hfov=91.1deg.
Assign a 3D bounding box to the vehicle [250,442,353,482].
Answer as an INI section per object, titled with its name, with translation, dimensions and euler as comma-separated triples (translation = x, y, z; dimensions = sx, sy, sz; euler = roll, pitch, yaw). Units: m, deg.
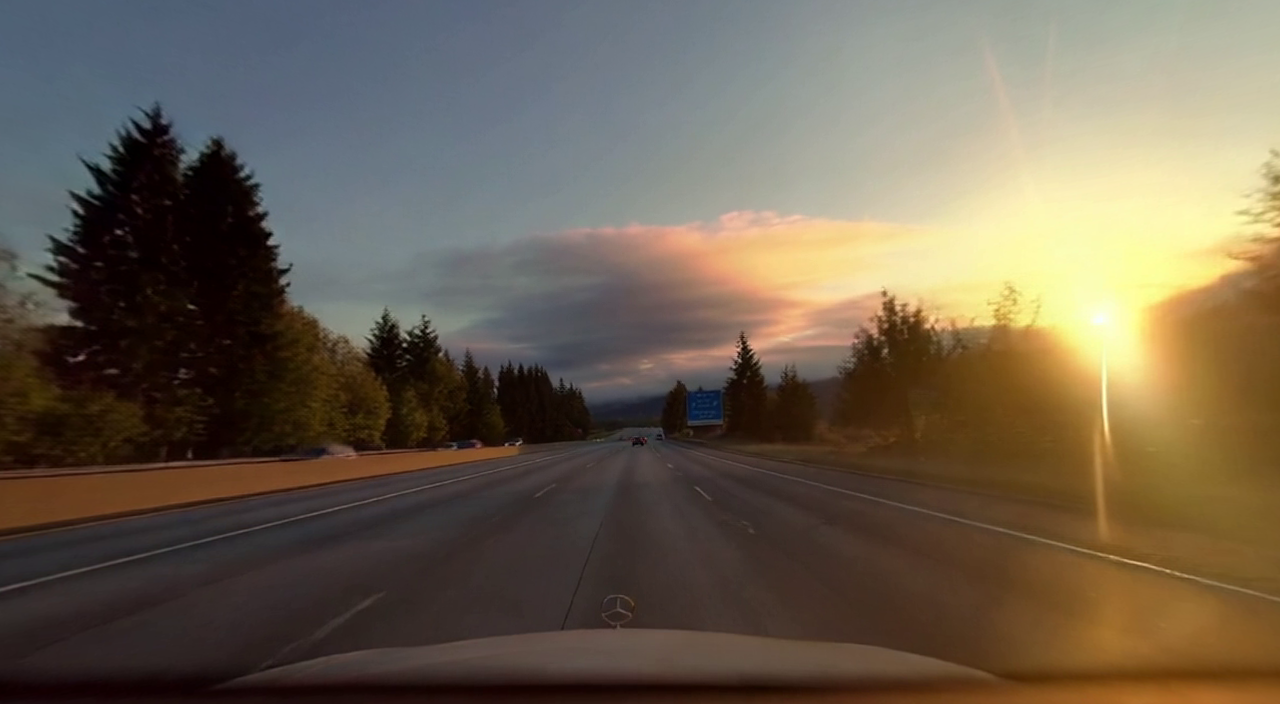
[vehicle]
translation = -13.618, 4.407, 25.627
dimensions = 1.859, 1.433, 4.203
euler = 0, -8, 0
